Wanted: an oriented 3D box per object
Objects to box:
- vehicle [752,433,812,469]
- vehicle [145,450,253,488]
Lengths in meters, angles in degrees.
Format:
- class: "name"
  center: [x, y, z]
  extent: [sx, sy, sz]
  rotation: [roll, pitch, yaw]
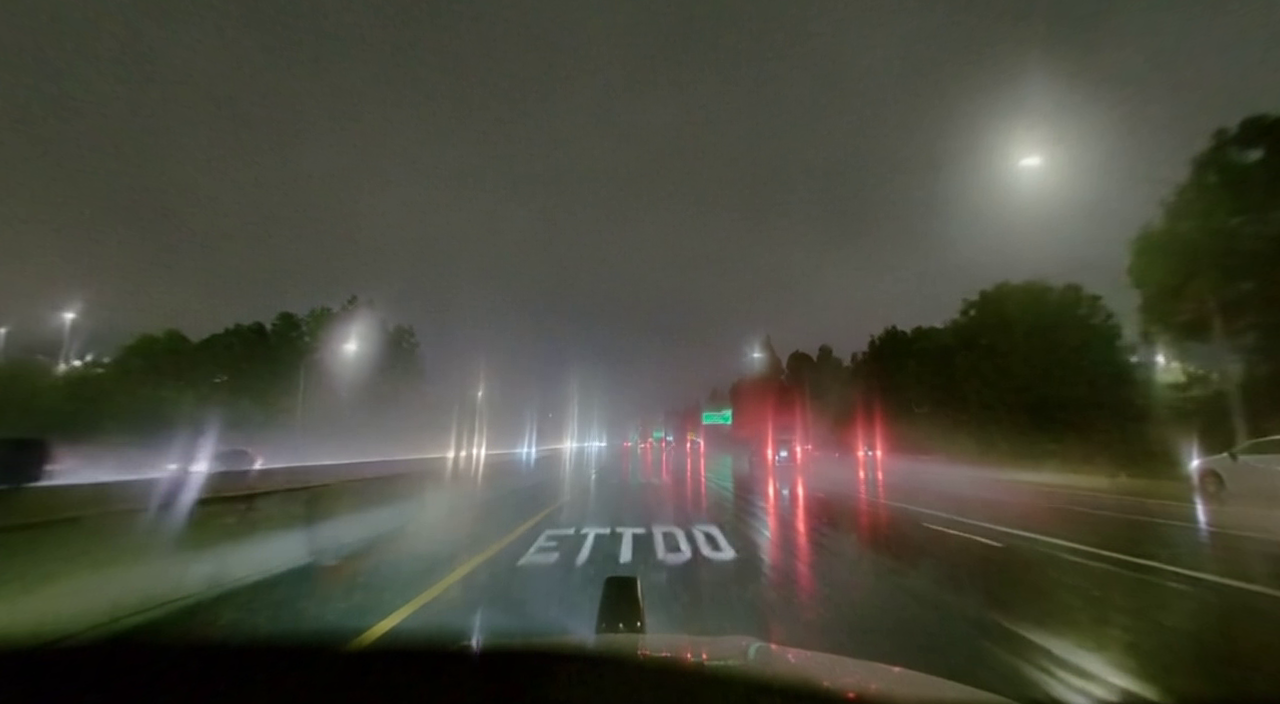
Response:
- class: "vehicle"
  center: [7.670, 5.407, 34.587]
  extent: [2.098, 1.820, 4.505]
  rotation: [0, -9, -2]
- class: "vehicle"
  center: [-20.986, 5.536, 30.369]
  extent: [1.879, 1.647, 4.631]
  rotation: [0, -9, -1]
